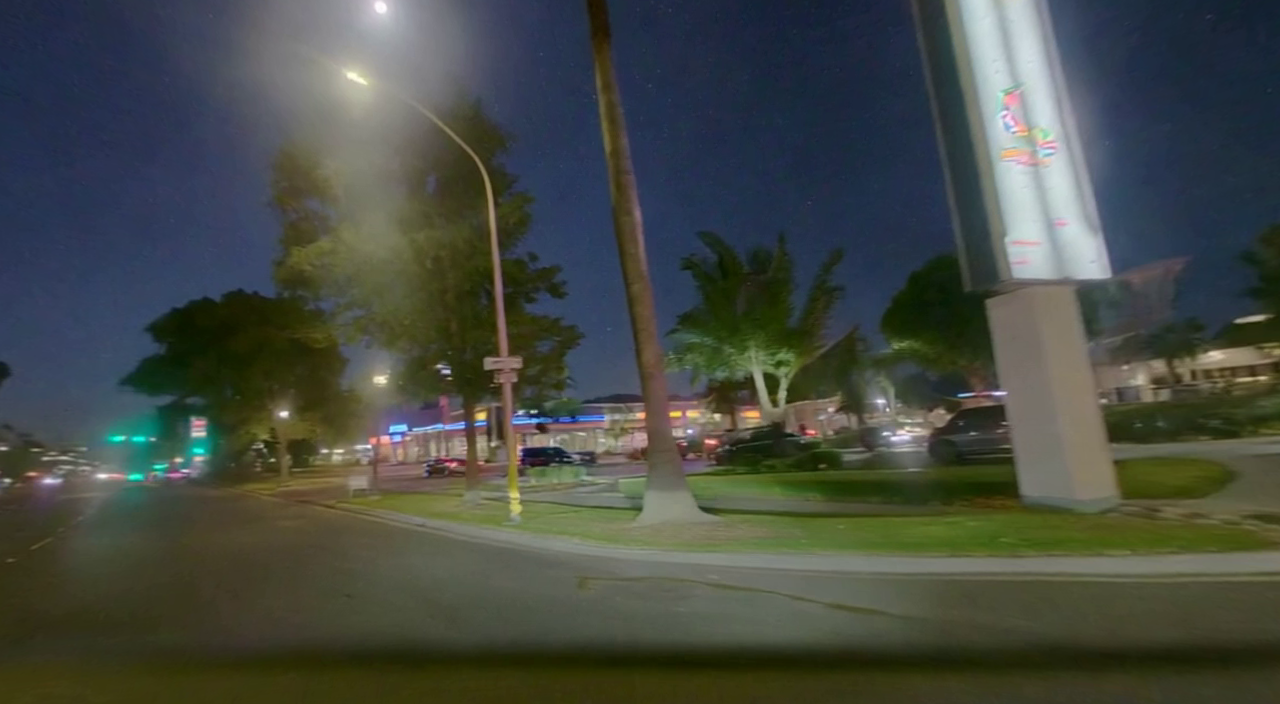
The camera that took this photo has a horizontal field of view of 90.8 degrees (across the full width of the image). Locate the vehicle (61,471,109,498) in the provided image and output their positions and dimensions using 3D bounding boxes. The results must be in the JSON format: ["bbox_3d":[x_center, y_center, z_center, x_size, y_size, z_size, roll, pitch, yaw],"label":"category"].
[{"bbox_3d":[-37.165,8.843,42.395,1.976,1.524,4.385,6,-10,-37],"label":"vehicle"}]

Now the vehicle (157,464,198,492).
[{"bbox_3d":[-32.640,8.812,44.558,2.018,1.719,4.369,6,-11,-38],"label":"vehicle"}]
